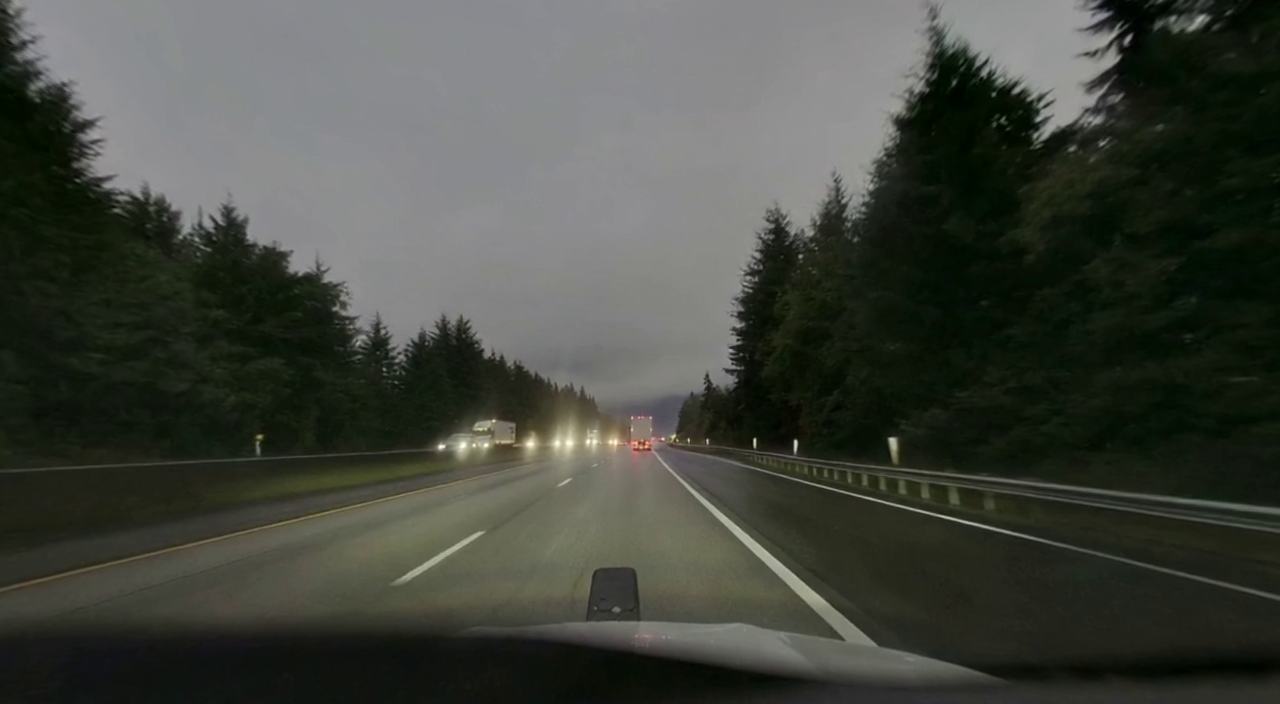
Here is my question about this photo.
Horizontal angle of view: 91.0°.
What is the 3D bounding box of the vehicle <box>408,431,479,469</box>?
[{"bbox_3d":[-10.984,5.507,35.647,2.326,1.919,5.089,-1,-8,1],"label":"vehicle"}]
